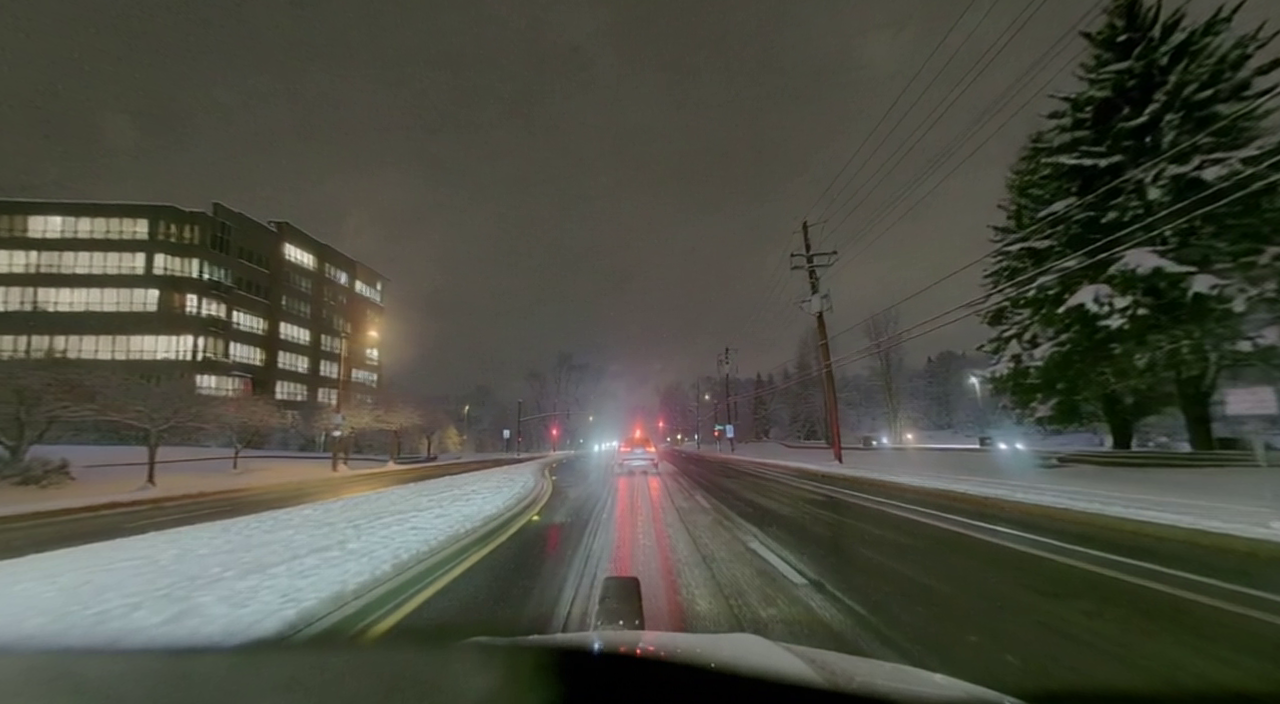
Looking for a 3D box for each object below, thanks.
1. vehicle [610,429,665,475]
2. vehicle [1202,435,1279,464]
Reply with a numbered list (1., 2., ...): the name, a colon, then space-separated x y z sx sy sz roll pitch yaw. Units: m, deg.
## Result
1. vehicle: -0.114 4.275 27.122 2.189 1.776 4.342 0 -9 0
2. vehicle: 31.137 4.941 32.120 1.610 1.397 3.842 -1 -9 2
